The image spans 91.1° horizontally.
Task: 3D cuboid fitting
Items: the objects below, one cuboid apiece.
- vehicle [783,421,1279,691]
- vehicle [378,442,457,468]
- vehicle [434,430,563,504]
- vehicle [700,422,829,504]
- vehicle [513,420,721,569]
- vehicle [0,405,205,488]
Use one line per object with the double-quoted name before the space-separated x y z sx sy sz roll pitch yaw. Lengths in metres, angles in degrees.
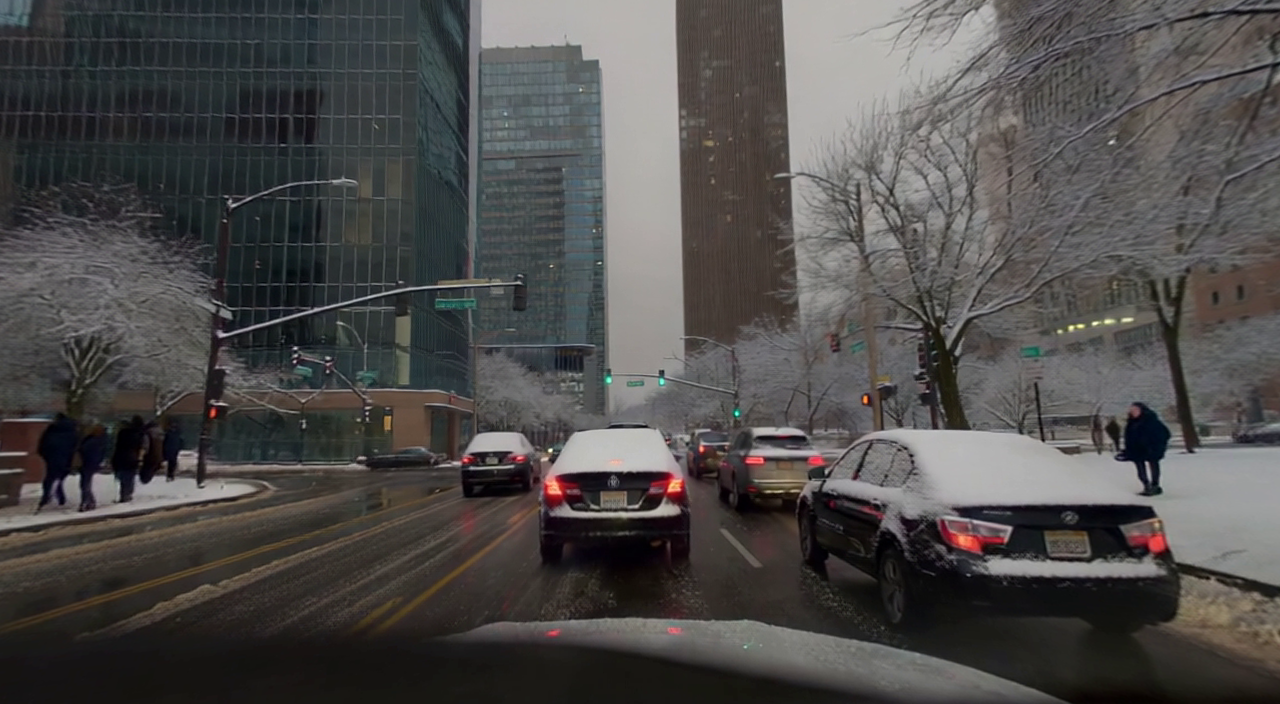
"vehicle" 2.762 1.430 5.601 1.952 1.464 4.165 0 -8 -1
"vehicle" -13.021 5.997 36.645 4.531 1.427 1.957 -6 -10 34
"vehicle" -3.222 2.716 15.290 2.068 1.513 4.221 0 -8 1
"vehicle" 2.879 2.698 15.688 2.234 1.723 4.486 0 -8 -1
"vehicle" -0.278 1.722 8.374 2.072 1.476 4.078 0 -8 -1
"vehicle" -25.792 4.349 28.985 8.989 3.623 2.884 0 -8 -1
